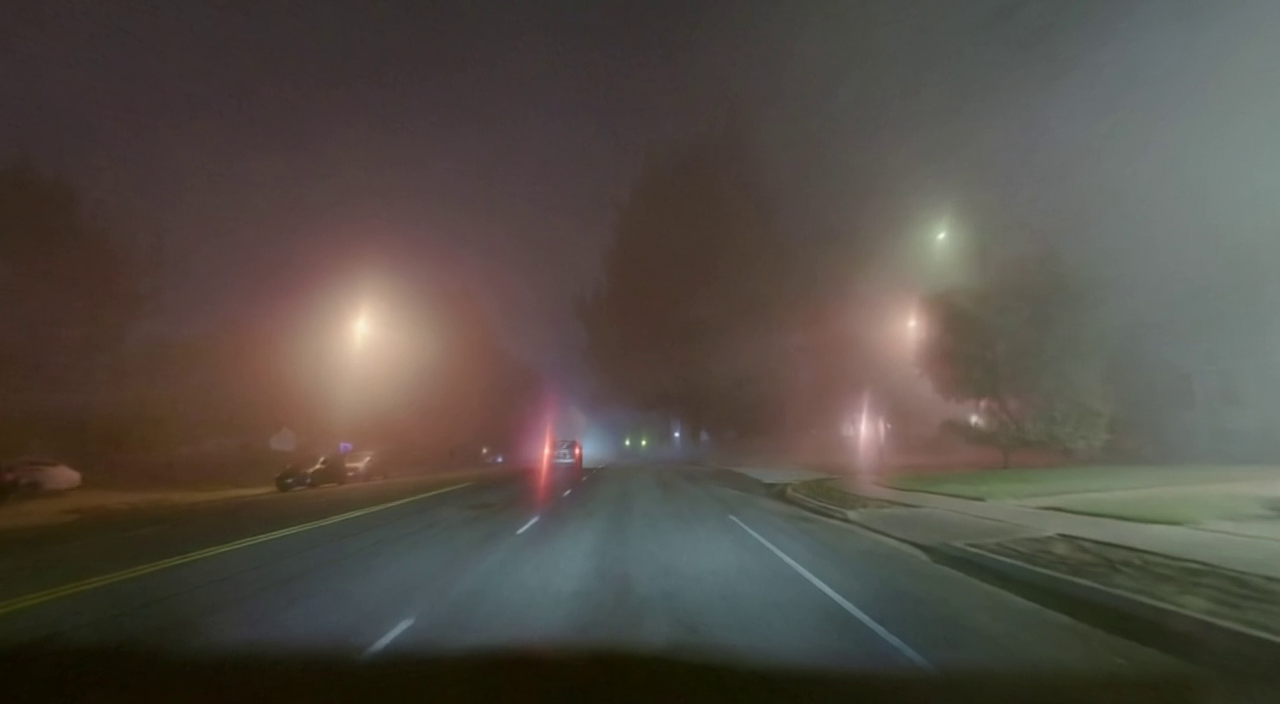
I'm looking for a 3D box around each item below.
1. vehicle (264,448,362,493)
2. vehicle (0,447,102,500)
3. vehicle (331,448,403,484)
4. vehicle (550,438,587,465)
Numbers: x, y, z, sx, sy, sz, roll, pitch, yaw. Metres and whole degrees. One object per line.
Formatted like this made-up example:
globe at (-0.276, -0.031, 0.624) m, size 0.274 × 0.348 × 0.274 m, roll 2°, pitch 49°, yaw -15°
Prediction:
vehicle at (-14.413, 5.194, 28.201) m, size 1.966 × 1.760 × 4.604 m, roll 0°, pitch -8°, yaw -1°
vehicle at (-22.230, 4.226, 22.188) m, size 4.887 × 1.711 × 2.014 m, roll -1°, pitch -8°, yaw 3°
vehicle at (-14.511, 6.038, 33.894) m, size 1.968 × 1.727 × 4.548 m, roll 0°, pitch -8°, yaw -2°
vehicle at (-4.790, 6.726, 42.886) m, size 2.135 × 1.731 × 4.232 m, roll 0°, pitch -8°, yaw -1°
